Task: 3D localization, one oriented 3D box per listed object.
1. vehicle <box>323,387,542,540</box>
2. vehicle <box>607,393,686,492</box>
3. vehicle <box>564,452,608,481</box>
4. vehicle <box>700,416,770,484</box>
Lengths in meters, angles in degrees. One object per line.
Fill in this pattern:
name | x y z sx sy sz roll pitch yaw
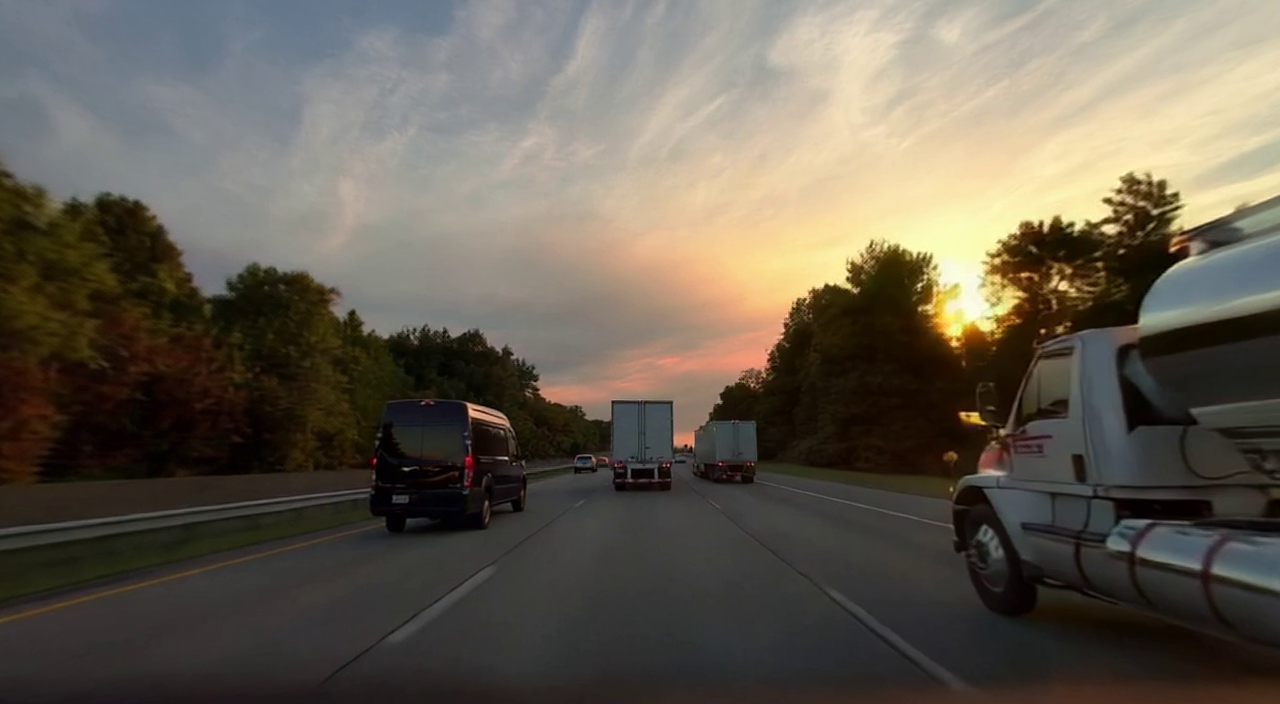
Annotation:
vehicle | -3.999 2.370 13.877 2.525 2.572 6.260 0 -9 1
vehicle | 0.105 3.930 26.778 2.773 3.455 9.118 0 -10 -1
vehicle | -3.229 6.940 38.525 2.134 1.652 4.439 0 -9 3
vehicle | 5.514 6.010 38.740 2.706 3.500 11.483 0 -9 1
